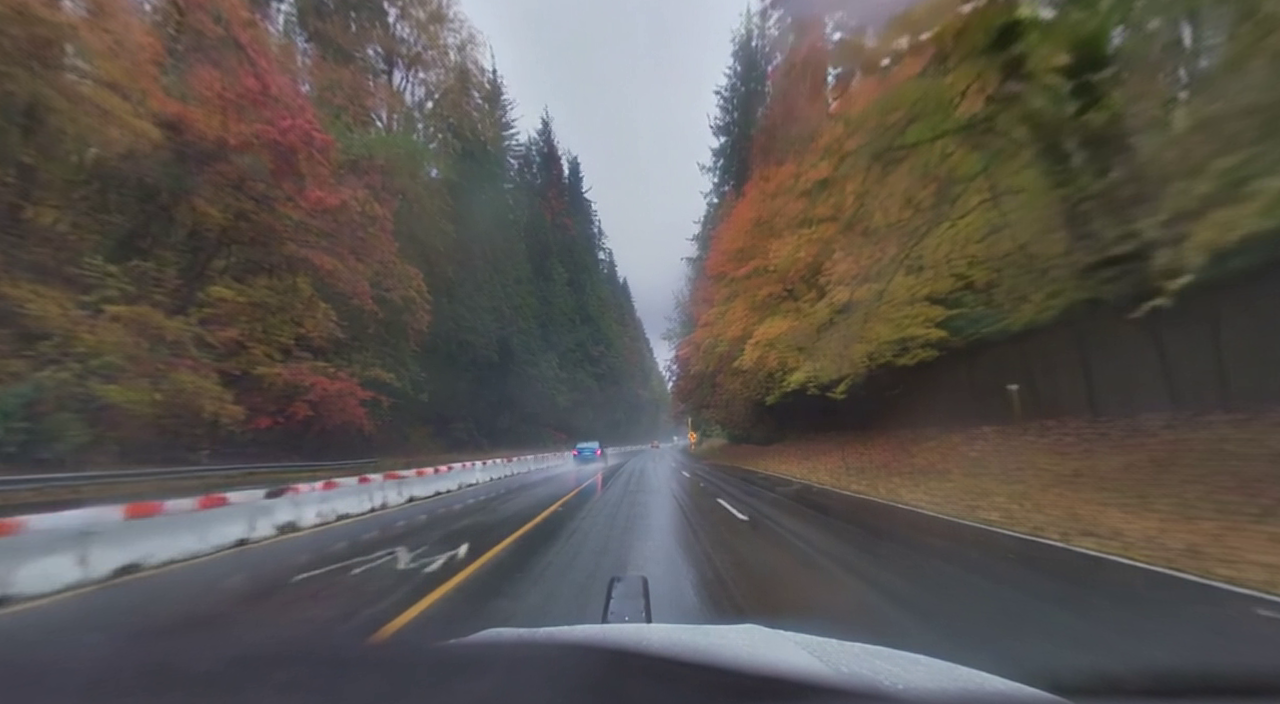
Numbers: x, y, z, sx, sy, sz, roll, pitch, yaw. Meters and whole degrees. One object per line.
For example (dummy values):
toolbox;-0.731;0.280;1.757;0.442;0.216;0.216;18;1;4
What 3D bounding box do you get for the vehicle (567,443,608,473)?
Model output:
vehicle;-2.808;5.770;34.470;1.902;1.505;4.016;0;-9;0
